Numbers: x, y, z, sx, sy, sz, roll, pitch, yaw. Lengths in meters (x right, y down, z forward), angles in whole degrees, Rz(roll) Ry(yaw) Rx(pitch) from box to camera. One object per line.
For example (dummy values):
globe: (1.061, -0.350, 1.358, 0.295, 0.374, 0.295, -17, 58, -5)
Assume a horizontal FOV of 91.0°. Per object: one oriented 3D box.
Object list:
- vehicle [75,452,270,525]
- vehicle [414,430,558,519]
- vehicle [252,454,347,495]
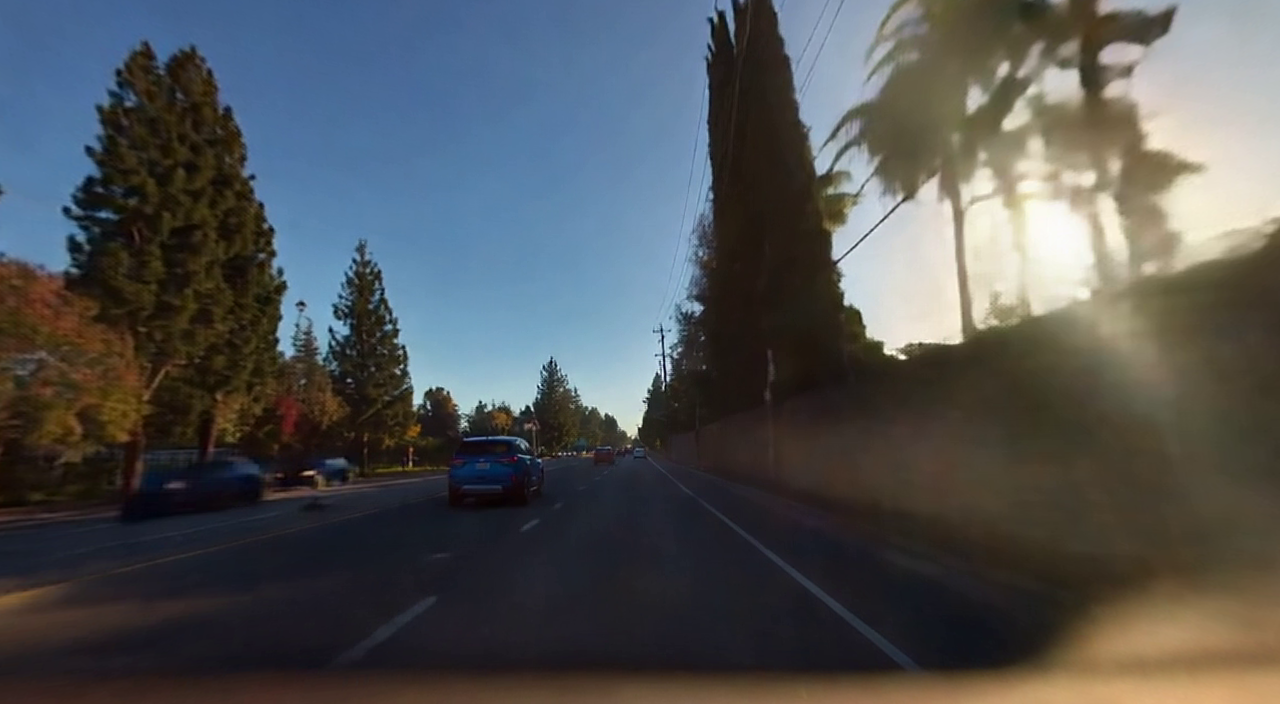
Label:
vehicle: (-12.160, 3.512, 16.838, 1.894, 1.634, 4.292, 0, -9, 0)
vehicle: (-3.338, 2.753, 14.729, 2.147, 1.730, 4.555, 0, -8, 1)
vehicle: (-16.582, 5.969, 31.003, 2.029, 1.780, 4.784, 1, -9, -1)
